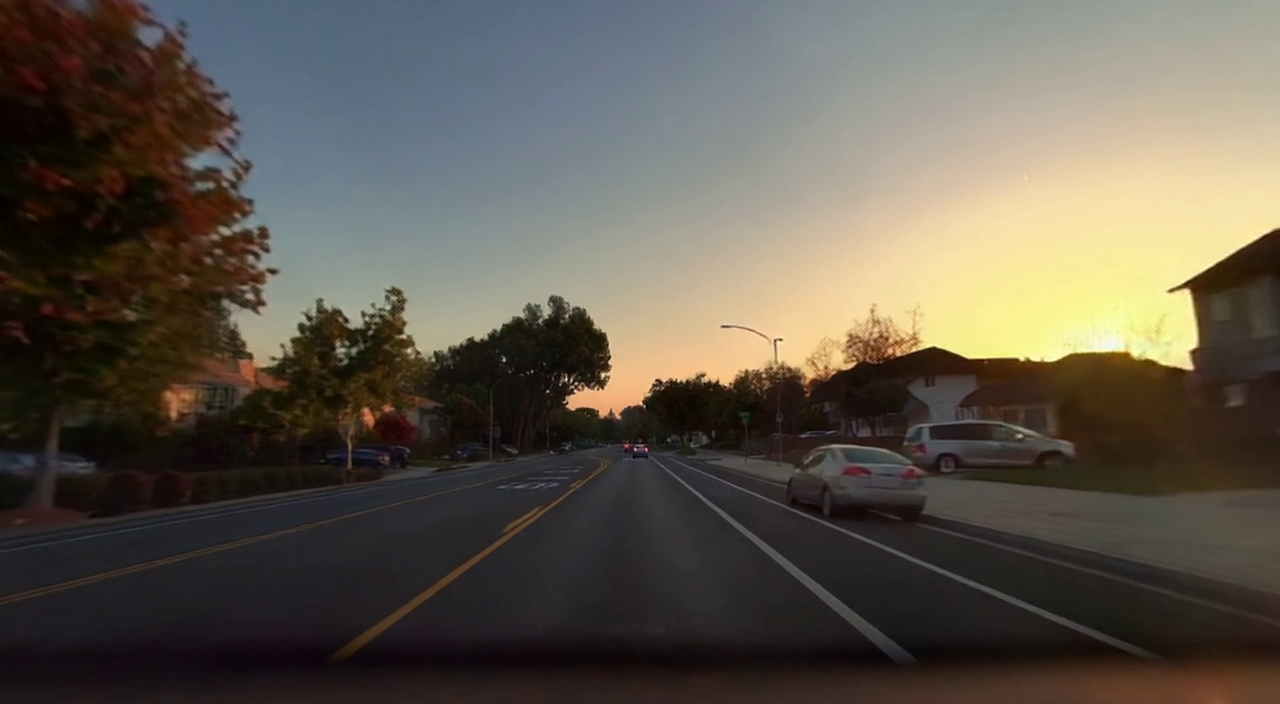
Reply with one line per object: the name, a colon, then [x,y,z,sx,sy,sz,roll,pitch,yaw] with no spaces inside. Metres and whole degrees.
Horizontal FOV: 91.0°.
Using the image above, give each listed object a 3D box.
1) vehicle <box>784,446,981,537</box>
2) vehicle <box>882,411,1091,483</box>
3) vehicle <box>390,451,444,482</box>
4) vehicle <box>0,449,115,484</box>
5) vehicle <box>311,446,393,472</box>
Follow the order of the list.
vehicle: [4.580,2.676,12.898,1.980,1.465,4.970,0,-8,-1]
vehicle: [10.241,2.908,19.288,2.160,1.847,5.442,3,-9,-20]
vehicle: [-13.025,6.689,36.998,1.791,1.552,3.919,-3,-8,0]
vehicle: [-26.995,5.152,28.501,4.601,1.496,1.991,0,-8,0]
vehicle: [-19.718,7.317,43.280,4.661,1.726,1.978,0,-9,-4]
